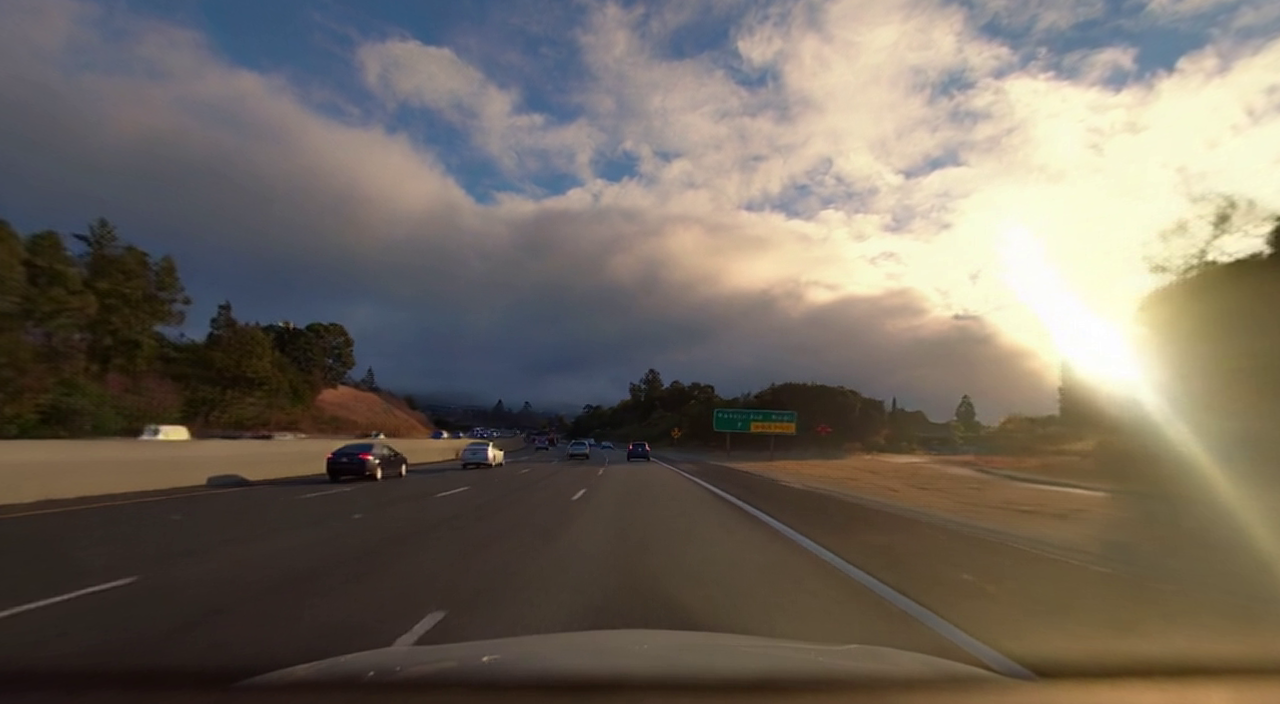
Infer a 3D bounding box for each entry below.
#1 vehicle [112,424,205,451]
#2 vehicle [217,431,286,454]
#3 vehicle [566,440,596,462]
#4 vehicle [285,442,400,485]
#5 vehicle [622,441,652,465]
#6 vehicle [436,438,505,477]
[{"bbox_3d":[-33.882,6.059,44.606,2.162,1.766,5.668,0,-8,-1],"label":"vehicle"},{"bbox_3d":[-26.175,6.124,42.713,1.902,1.473,4.341,0,-8,0],"label":"vehicle"},{"bbox_3d":[-4.540,7.694,49.211,1.991,1.610,4.606,0,-8,-1],"label":"vehicle"},{"bbox_3d":[-11.145,4.185,24.106,1.935,1.474,5.033,0,-8,0],"label":"vehicle"},{"bbox_3d":[-0.258,6.599,41.312,1.881,1.460,3.694,0,-8,-2],"label":"vehicle"},{"bbox_3d":[-7.654,4.785,28.911,2.086,1.628,4.039,0,-8,-1],"label":"vehicle"}]
